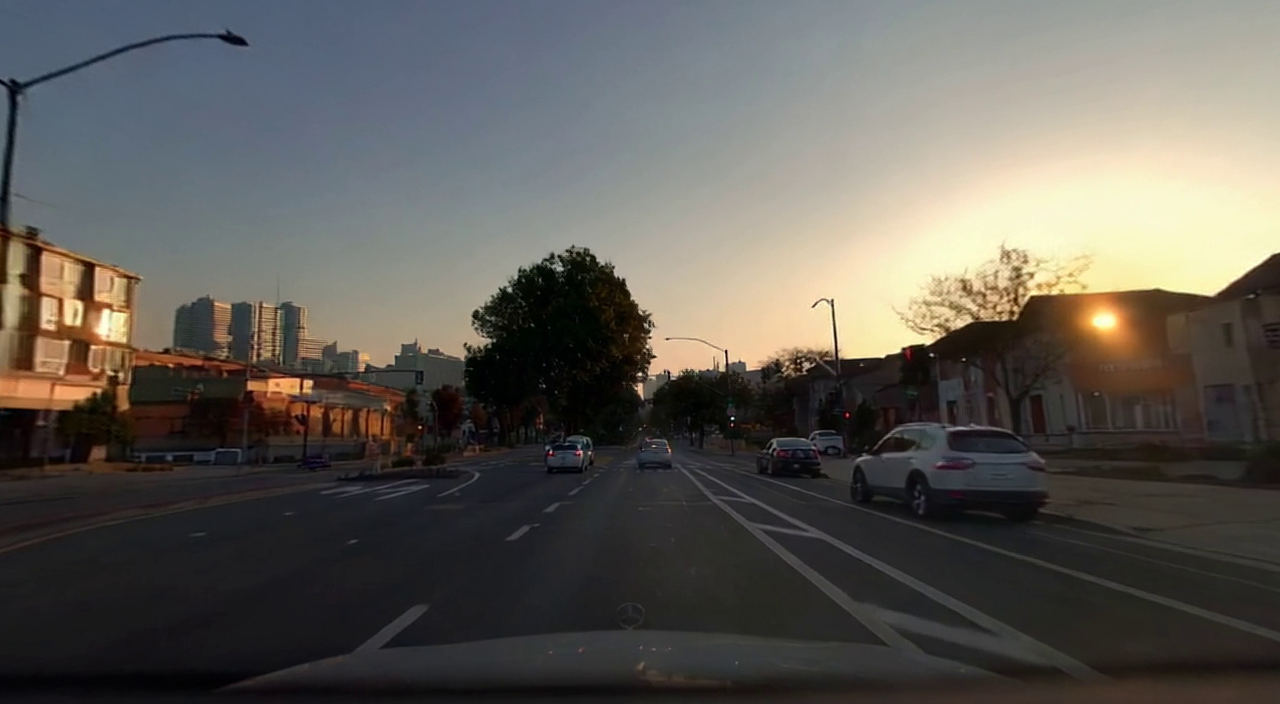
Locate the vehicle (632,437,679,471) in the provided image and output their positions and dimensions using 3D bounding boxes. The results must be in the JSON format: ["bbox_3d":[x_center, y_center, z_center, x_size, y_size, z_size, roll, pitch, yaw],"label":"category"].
[{"bbox_3d":[0.675,4.840,30.065,2.075,1.480,3.920,0,-8,-1],"label":"vehicle"}]

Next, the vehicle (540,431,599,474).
[{"bbox_3d":[-3.108,4.548,28.766,2.150,1.779,4.423,0,-8,1],"label":"vehicle"}]

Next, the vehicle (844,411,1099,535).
[{"bbox_3d":[5.607,2.056,11.626,2.069,1.776,4.797,0,-7,0],"label":"vehicle"}]

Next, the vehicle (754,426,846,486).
[{"bbox_3d":[5.776,3.767,23.490,2.112,1.966,4.642,-1,-7,-1],"label":"vehicle"}]
